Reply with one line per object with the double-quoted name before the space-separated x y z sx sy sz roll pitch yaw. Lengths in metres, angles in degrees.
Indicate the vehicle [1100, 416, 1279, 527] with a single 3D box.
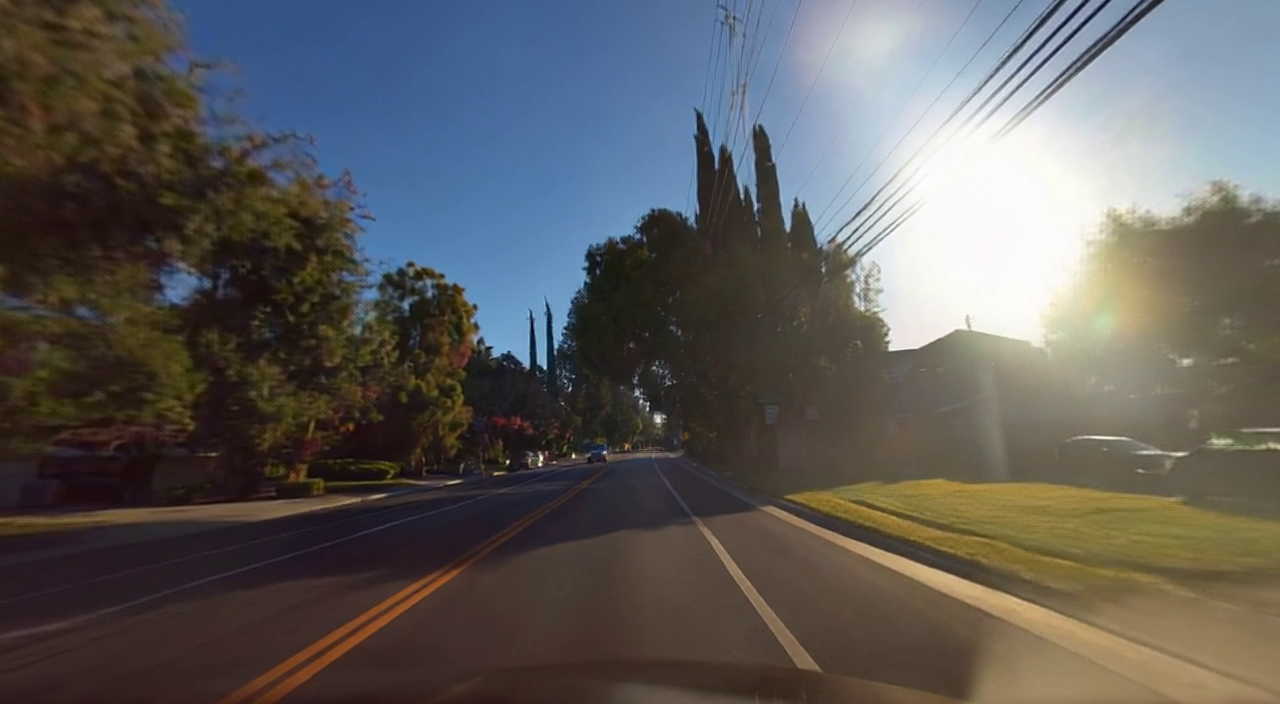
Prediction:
"vehicle" 10.843 1.950 10.776 2.194 1.577 4.838 -5 -9 -1
